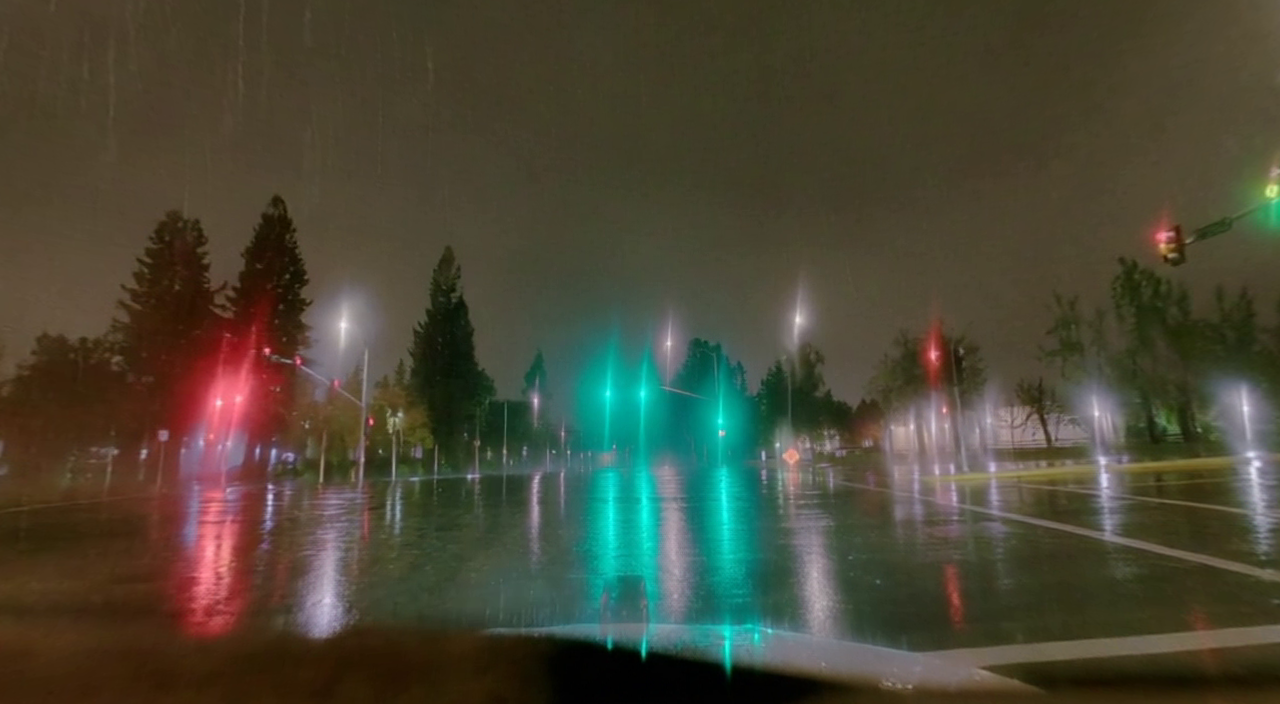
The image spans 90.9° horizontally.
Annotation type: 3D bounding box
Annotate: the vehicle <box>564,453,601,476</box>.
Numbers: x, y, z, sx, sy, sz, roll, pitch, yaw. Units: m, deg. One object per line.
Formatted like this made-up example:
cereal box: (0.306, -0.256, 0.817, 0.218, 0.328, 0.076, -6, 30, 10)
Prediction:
vehicle: (-4.485, 8.844, 49.820, 2.030, 1.704, 4.205, -1, -8, 7)
